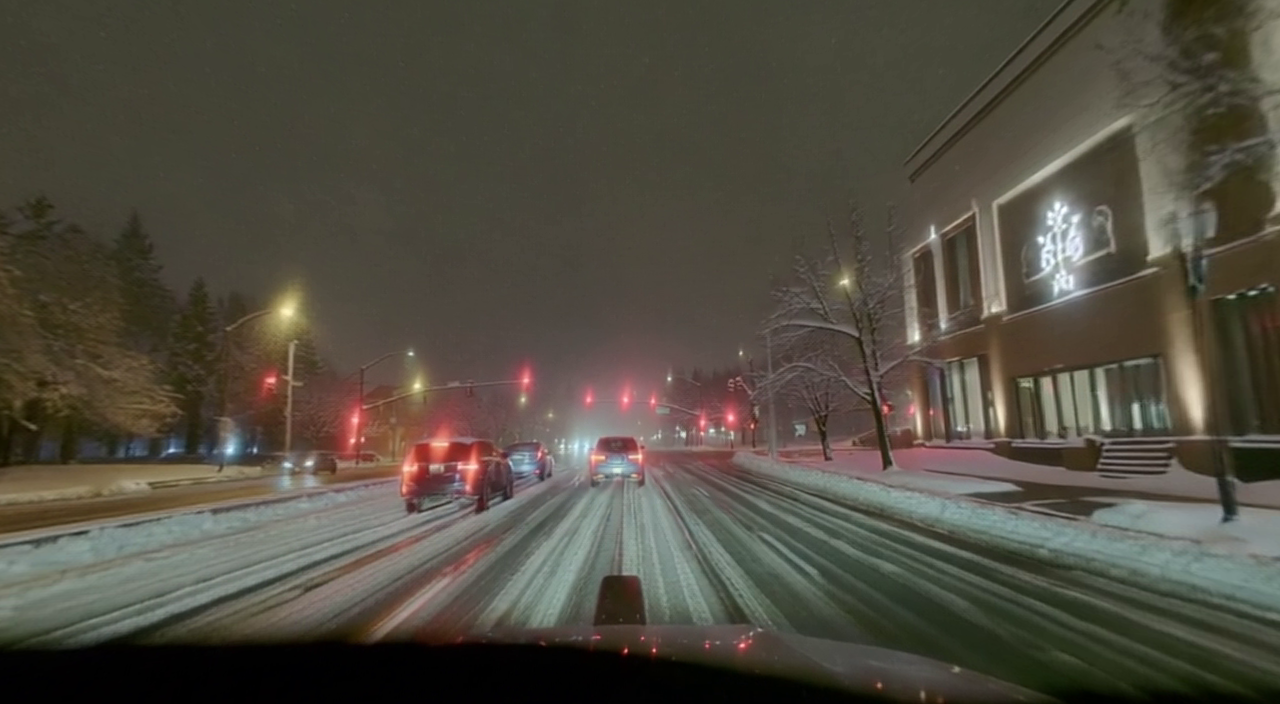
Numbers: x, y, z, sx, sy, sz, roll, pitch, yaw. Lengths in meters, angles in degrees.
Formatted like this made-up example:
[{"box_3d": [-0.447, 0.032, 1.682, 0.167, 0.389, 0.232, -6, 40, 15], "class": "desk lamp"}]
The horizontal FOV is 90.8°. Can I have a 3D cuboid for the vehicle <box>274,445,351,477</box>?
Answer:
[{"box_3d": [-19.490, 6.480, 37.835, 2.054, 1.724, 4.829, 0, -8, -1], "class": "vehicle"}]

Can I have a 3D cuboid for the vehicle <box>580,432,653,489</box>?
[{"box_3d": [-0.670, 3.321, 19.640, 2.042, 1.555, 3.912, 0, -8, 0], "class": "vehicle"}]

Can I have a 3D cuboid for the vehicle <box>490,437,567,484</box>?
[{"box_3d": [-3.757, 3.727, 22.009, 1.950, 1.487, 4.130, 0, -8, 0], "class": "vehicle"}]

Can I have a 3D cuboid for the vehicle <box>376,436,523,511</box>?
[{"box_3d": [-4.174, 2.723, 14.735, 2.020, 1.457, 4.496, 0, -8, 0], "class": "vehicle"}]
